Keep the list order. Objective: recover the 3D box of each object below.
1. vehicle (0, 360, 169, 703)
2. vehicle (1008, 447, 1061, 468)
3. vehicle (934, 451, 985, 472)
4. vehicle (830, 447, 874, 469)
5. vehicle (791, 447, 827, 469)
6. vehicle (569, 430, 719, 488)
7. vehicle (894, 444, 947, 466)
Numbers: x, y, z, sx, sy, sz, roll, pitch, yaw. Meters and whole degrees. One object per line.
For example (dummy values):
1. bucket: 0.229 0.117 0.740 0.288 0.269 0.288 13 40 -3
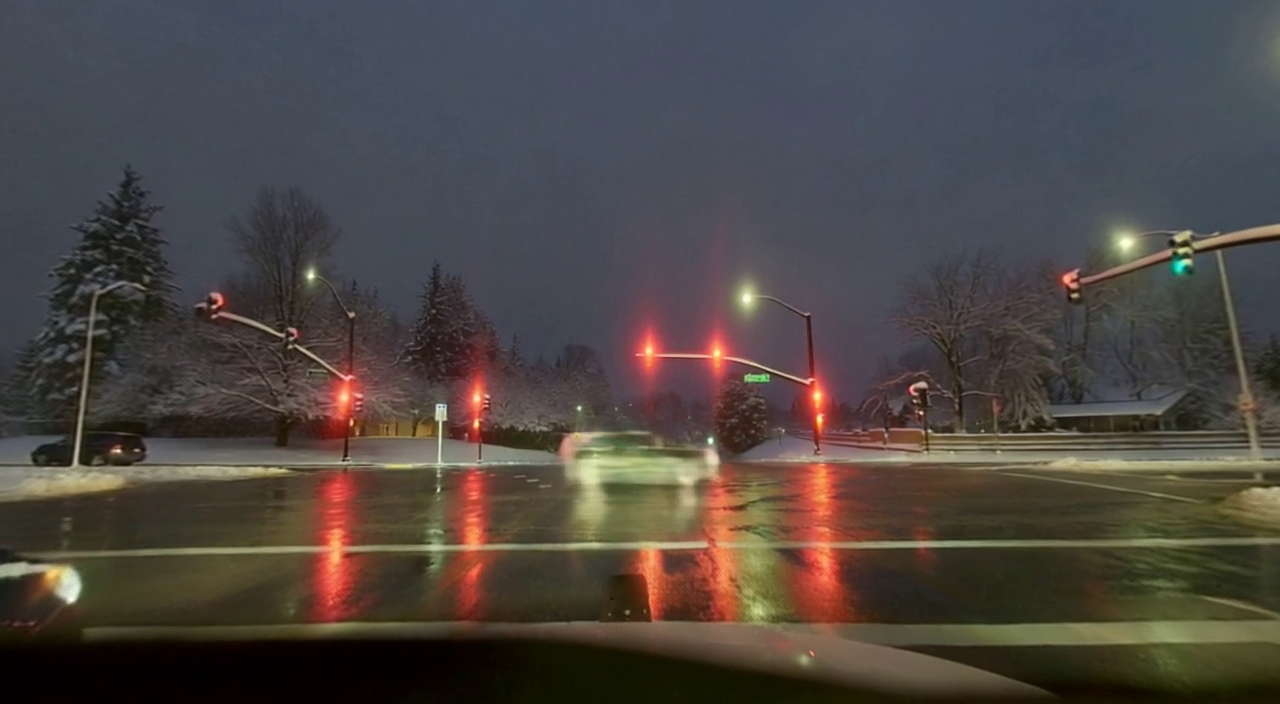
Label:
1. vehicle: -3.053 0.616 0.547 2.055 1.573 4.065 0 -8 1
2. vehicle: 28.466 7.600 45.575 1.662 1.440 3.583 -1 -8 3
3. vehicle: 23.001 7.885 45.483 1.633 1.324 3.449 -1 -8 -3
4. vehicle: 15.567 7.755 46.386 1.714 1.458 4.206 0 -8 -1
5. vehicle: 12.555 7.858 46.892 1.647 1.386 3.725 -2 -8 1
6. vehicle: 0.128 2.933 17.360 3.894 1.490 1.810 -1 -8 3
7. vehicle: 20.574 7.587 46.464 1.815 1.515 4.552 0 -8 0
